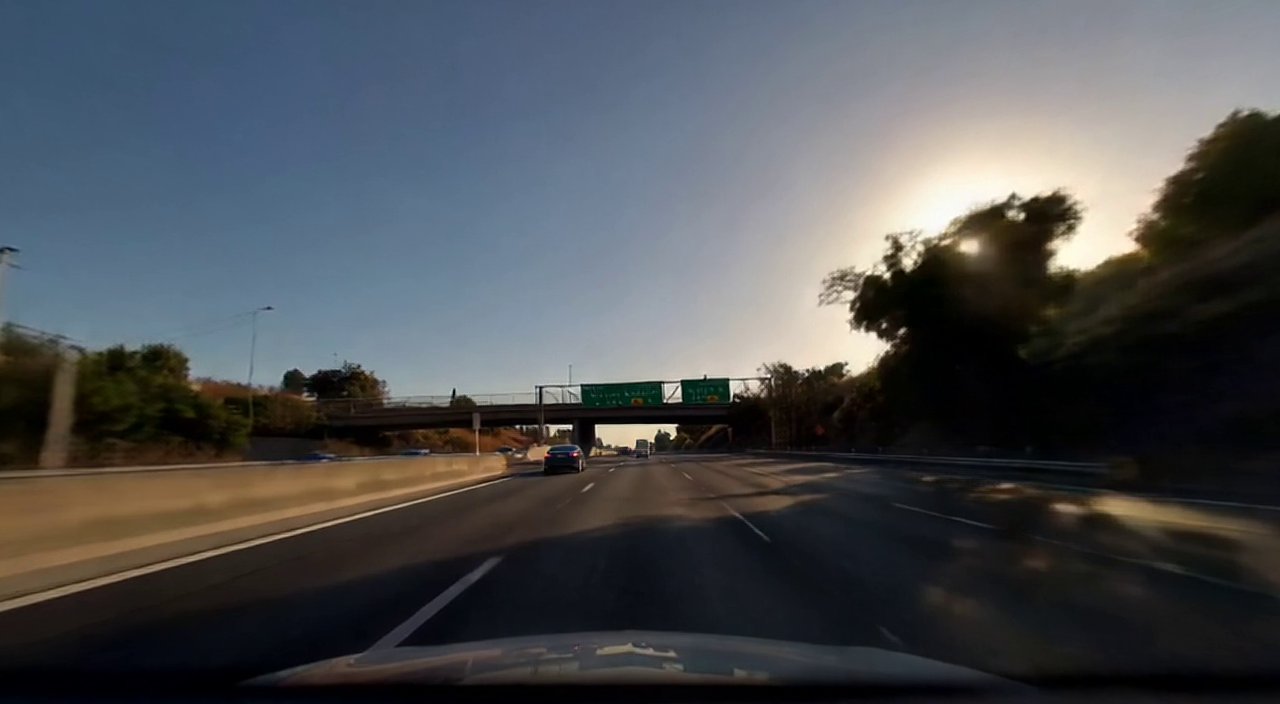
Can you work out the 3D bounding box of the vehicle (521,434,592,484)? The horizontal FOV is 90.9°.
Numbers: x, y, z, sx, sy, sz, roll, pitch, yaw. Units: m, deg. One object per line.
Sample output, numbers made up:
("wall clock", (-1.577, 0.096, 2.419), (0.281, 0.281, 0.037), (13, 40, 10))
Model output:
("vehicle", (-3.062, 4.027, 24.109), (2.072, 1.706, 4.359), (0, -8, 1))
